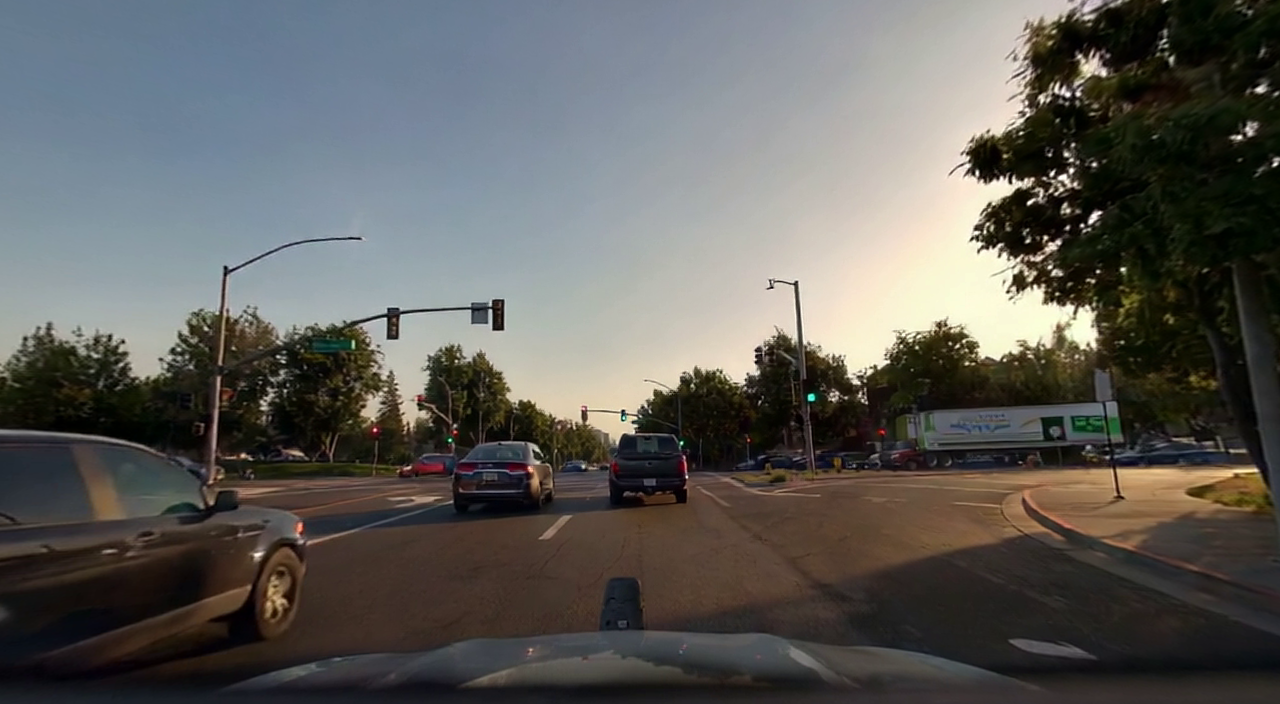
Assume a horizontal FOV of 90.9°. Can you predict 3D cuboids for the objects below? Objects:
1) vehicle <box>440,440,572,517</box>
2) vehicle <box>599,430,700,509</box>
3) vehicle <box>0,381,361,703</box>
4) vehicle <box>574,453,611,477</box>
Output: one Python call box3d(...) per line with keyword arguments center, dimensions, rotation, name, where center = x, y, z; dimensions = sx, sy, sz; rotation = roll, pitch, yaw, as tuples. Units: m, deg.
box3d(center=(-2.861, 2.804, 14.556), dimensions=(2.013, 1.474, 4.393), rotation=(0, -8, 1), name="vehicle")
box3d(center=(0.215, 2.834, 15.615), dimensions=(2.163, 1.678, 3.846), rotation=(0, -8, 0), name="vehicle")
box3d(center=(-3.108, 0.993, 2.940), dimensions=(1.960, 1.528, 3.490), rotation=(0, -8, 1), name="vehicle")
box3d(center=(-3.097, 7.487, 42.017), dimensions=(2.101, 1.443, 4.367), rotation=(0, -8, 0), name="vehicle")
